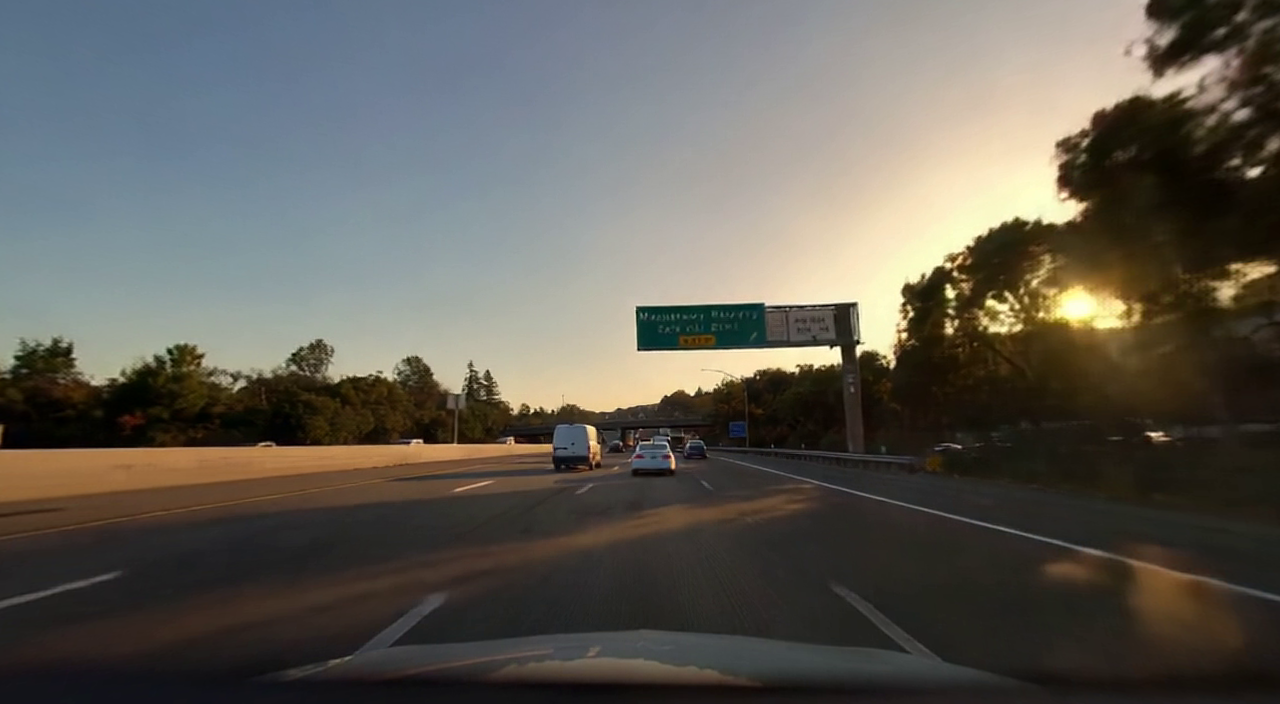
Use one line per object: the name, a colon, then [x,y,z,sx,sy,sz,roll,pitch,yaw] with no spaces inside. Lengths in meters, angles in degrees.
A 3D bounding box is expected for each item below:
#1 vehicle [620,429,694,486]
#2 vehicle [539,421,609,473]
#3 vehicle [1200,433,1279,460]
vehicle: [0.521,3.423,20.657,2.165,1.653,4.456,0,-8,0]
vehicle: [-2.881,4.328,28.774,2.526,2.146,5.594,0,-8,1]
vehicle: [38.077,5.891,39.024,1.919,1.563,4.399,2,-8,-12]
